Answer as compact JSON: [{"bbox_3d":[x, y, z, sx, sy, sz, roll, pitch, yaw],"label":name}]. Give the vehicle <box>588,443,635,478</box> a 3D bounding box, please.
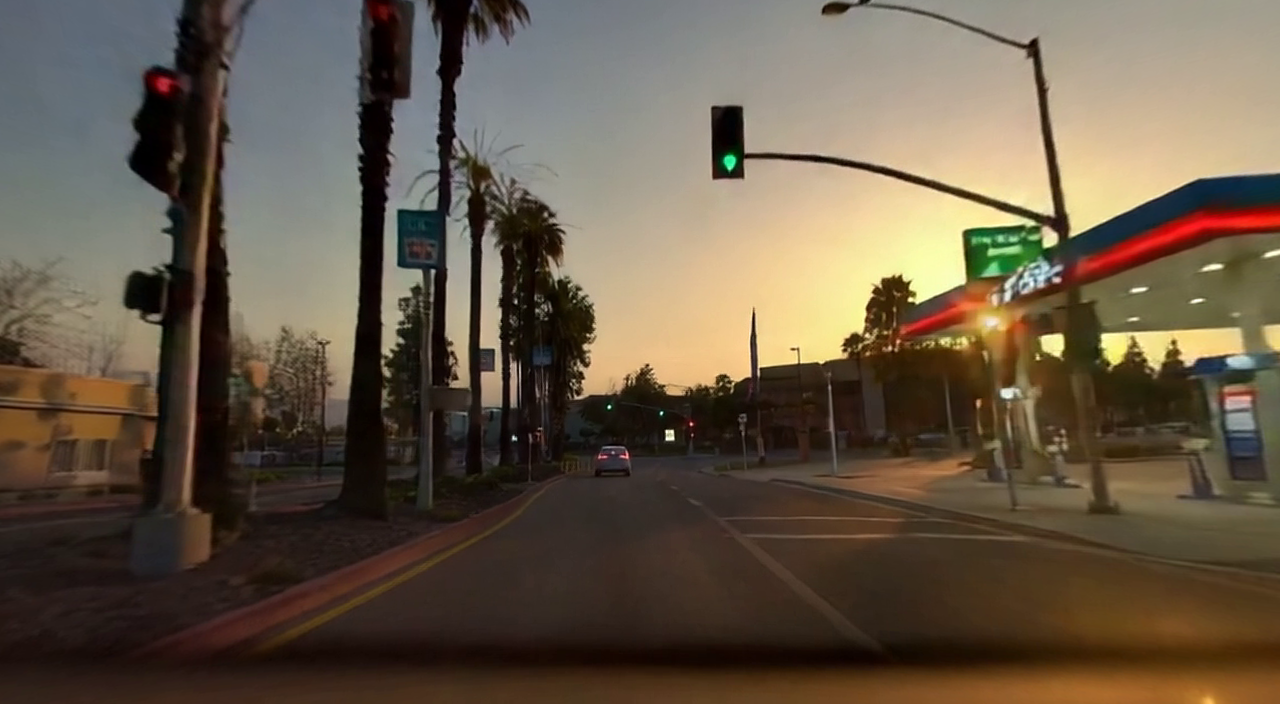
[{"bbox_3d":[-1.373,5.172,30.264,2.073,1.525,4.809,1,-9,-3],"label":"vehicle"}]
